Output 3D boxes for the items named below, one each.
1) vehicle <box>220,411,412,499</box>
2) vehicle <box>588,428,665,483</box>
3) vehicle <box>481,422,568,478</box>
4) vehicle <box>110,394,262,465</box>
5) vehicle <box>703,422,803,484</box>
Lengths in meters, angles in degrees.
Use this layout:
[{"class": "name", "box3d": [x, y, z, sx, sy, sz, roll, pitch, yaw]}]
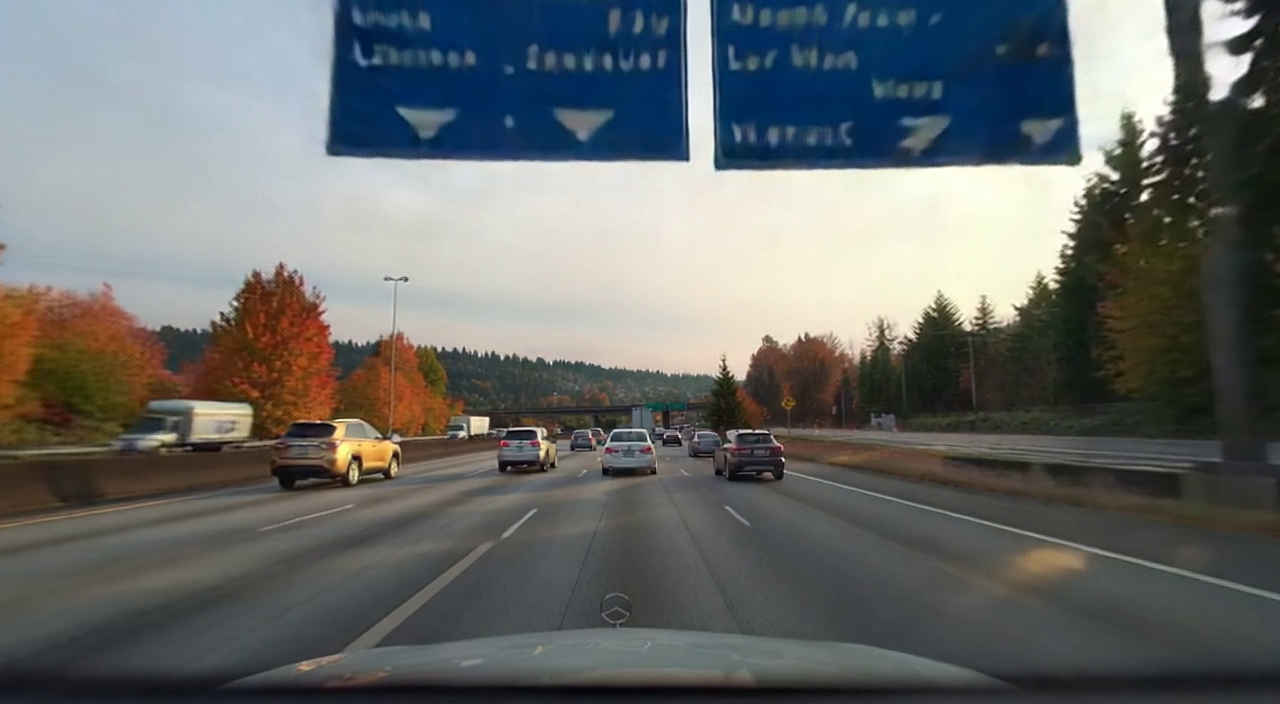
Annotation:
[{"class": "vehicle", "box3d": [-7.533, 2.442, 15.338, 2.117, 1.779, 4.745, 0, -8, 0]}, {"class": "vehicle", "box3d": [-0.365, 3.123, 19.413, 2.111, 1.494, 4.364, 0, -8, 0]}, {"class": "vehicle", "box3d": [-3.735, 3.256, 21.151, 2.064, 1.672, 4.277, 0, -8, 1]}, {"class": "vehicle", "box3d": [-23.614, 4.142, 33.295, 2.703, 3.361, 6.936, 0, -8, 1]}, {"class": "vehicle", "box3d": [3.260, 3.002, 19.083, 2.095, 1.650, 4.331, 0, -8, -2]}]
